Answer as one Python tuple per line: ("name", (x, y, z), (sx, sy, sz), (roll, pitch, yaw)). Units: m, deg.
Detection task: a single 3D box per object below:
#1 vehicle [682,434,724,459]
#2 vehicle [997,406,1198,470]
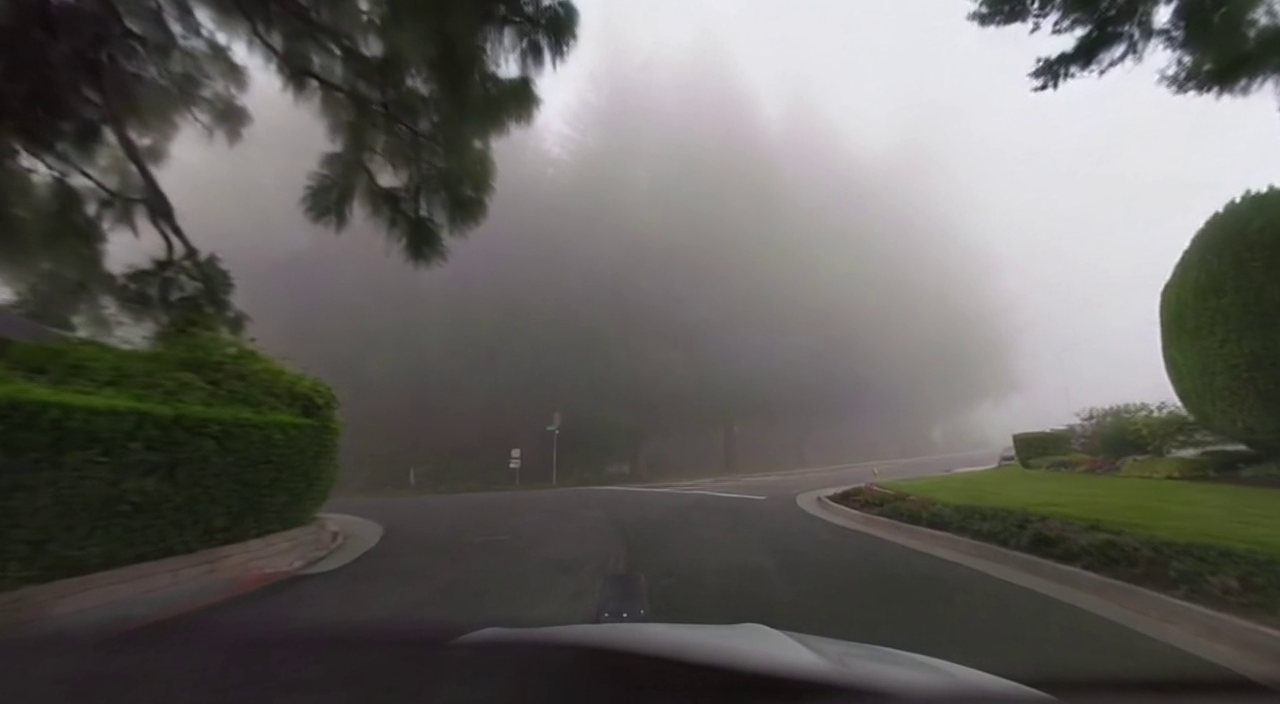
("vehicle", (4.265, 6.450, 43.108), (1.802, 1.548, 3.501), (3, -8, -13))
("vehicle", (14.258, 2.747, 20.093), (2.023, 1.756, 4.799), (2, -8, -17))
